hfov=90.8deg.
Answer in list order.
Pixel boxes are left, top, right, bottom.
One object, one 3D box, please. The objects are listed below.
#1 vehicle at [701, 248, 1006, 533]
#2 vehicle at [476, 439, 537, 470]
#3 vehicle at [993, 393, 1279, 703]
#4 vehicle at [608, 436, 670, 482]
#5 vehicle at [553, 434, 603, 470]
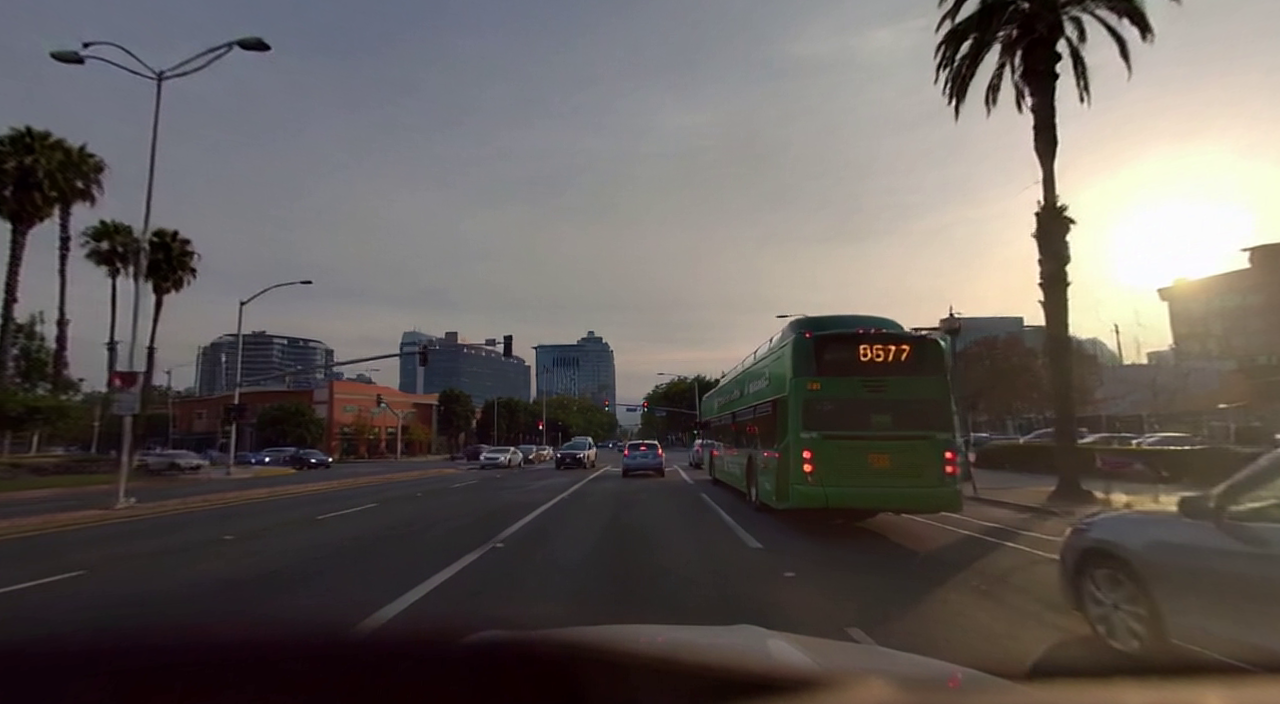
[{"bbox_3d":[3.565,1.484,15.603,2.970,4.015,13.606,0,-9,1],"label":"vehicle"},{"bbox_3d":[-6.786,5.267,32.732,1.927,1.480,4.832,0,-9,2],"label":"vehicle"},{"bbox_3d":[3.598,0.854,2.055,1.965,1.519,5.078,0,-9,0],"label":"vehicle"},{"bbox_3d":[-0.014,3.849,22.927,2.060,1.499,3.831,0,-9,1],"label":"vehicle"},{"bbox_3d":[-3.149,5.179,32.871,2.020,1.721,4.366,0,-8,2],"label":"vehicle"}]
